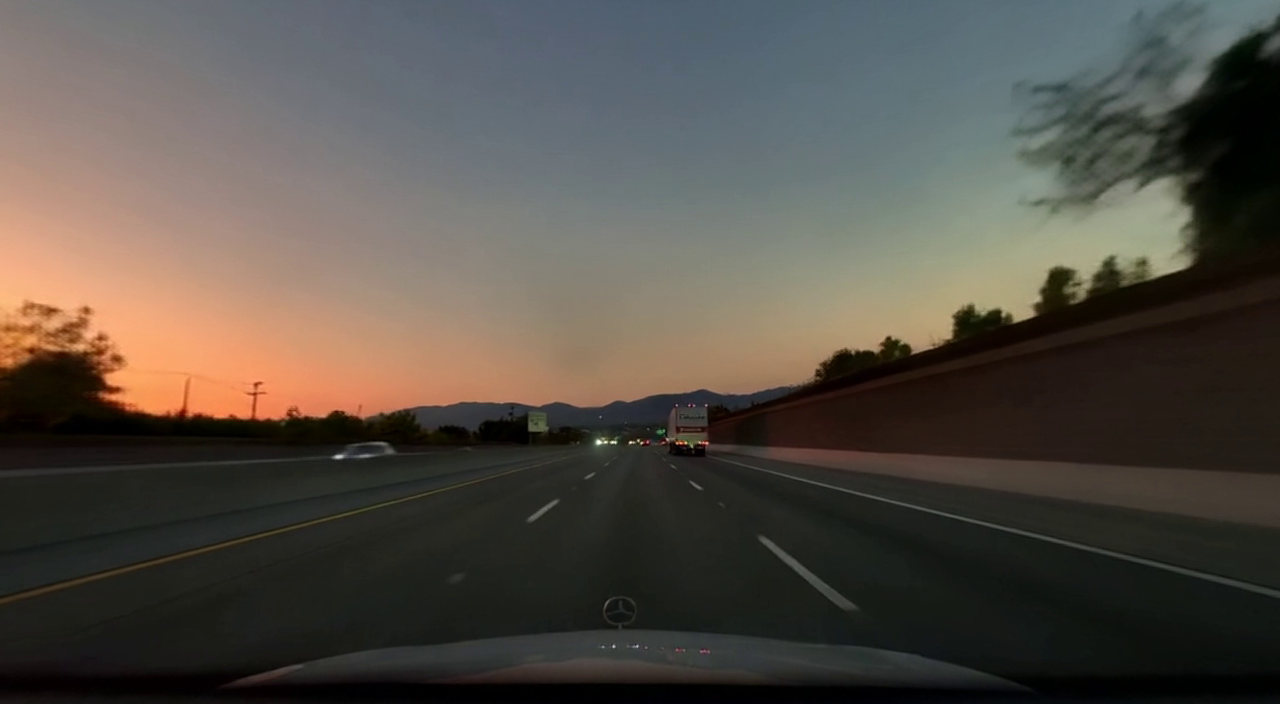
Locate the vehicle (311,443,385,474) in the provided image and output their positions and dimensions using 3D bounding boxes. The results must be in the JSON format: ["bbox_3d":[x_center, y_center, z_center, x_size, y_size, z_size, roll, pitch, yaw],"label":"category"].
[{"bbox_3d":[-16.242,5.912,35.210,1.925,1.554,4.674,0,-8,0],"label":"vehicle"}]
